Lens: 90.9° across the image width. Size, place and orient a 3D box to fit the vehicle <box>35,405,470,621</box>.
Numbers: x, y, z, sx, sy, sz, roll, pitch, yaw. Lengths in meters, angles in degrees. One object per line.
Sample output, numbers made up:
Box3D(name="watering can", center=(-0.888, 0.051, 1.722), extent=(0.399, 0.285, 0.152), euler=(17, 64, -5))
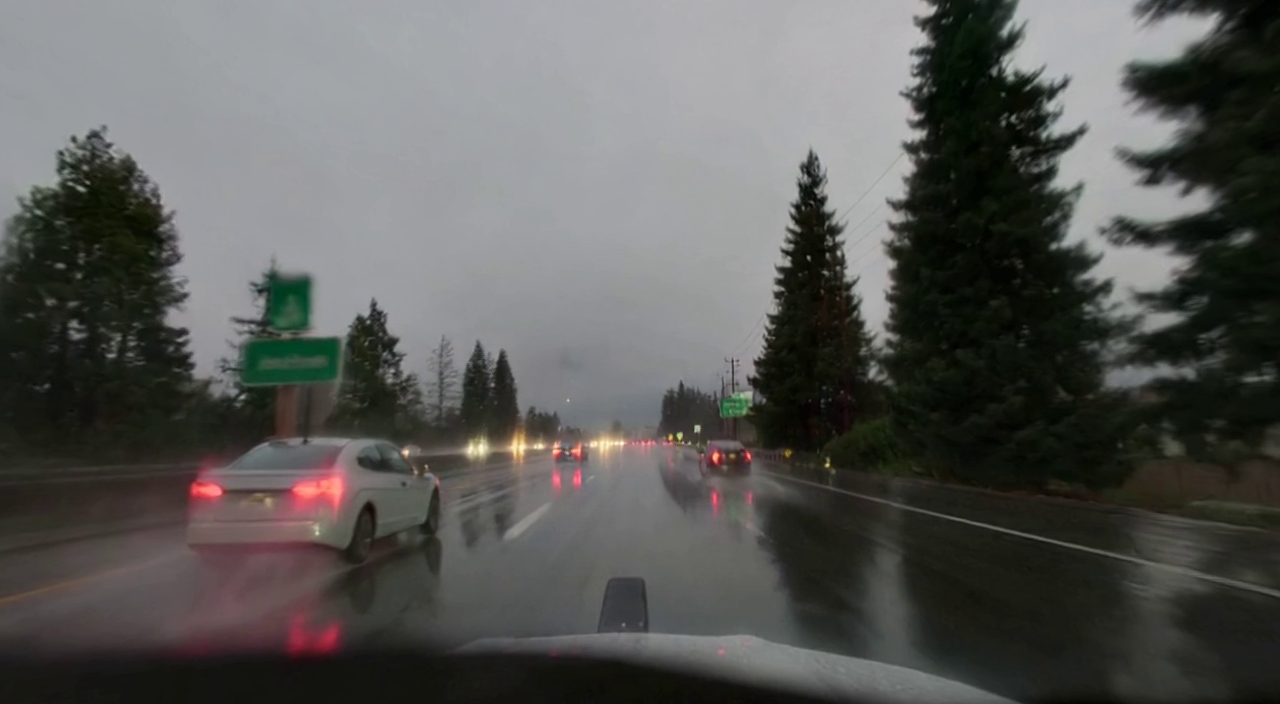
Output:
Box3D(name="vehicle", center=(-3.525, 1.525, 6.939), extent=(2.049, 1.620, 4.153), euler=(0, -8, 1))

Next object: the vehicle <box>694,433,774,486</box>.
Box3D(name="vehicle", center=(3.022, 3.546, 21.085), extent=(1.996, 1.579, 3.841), euler=(0, -8, -2))

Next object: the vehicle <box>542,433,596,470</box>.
Box3D(name="vehicle", center=(-3.622, 5.215, 33.177), extent=(2.217, 1.773, 4.553), euler=(0, -8, 1))
